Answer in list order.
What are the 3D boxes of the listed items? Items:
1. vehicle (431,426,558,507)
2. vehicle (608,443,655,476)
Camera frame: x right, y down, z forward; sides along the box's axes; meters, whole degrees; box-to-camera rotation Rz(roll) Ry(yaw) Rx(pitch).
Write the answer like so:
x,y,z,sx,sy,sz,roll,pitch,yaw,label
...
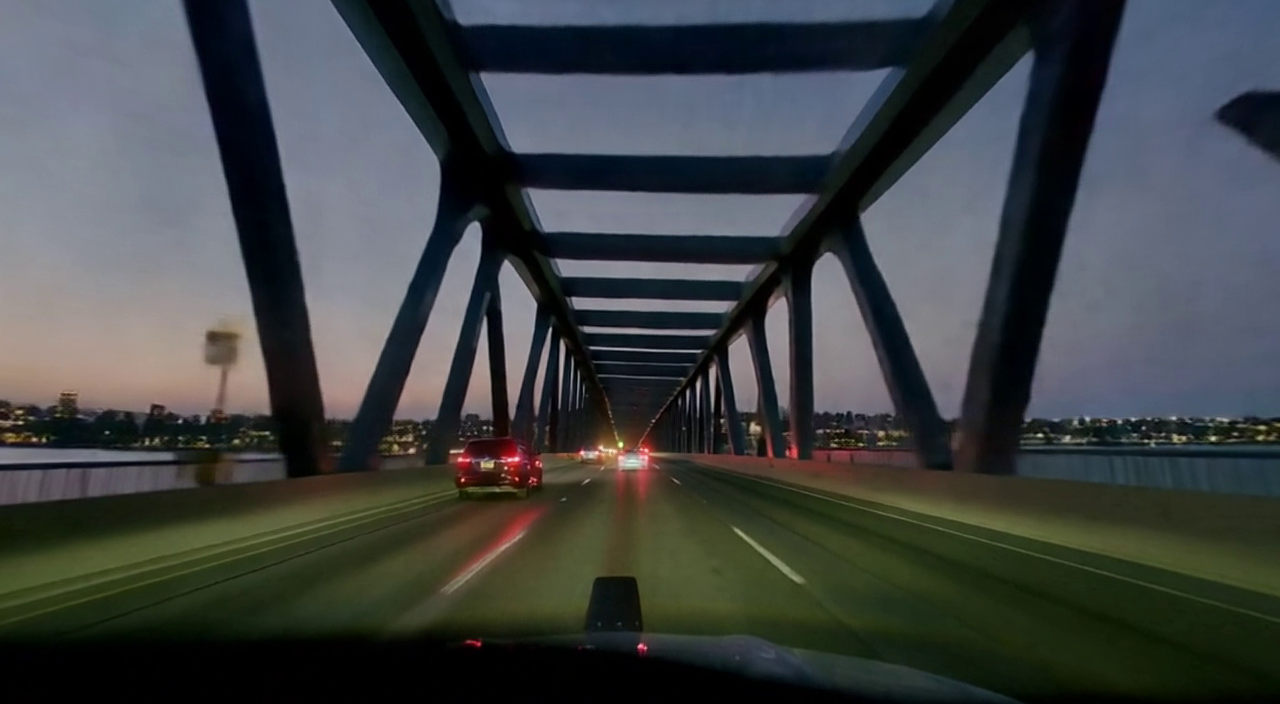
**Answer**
x,y,z,sx,sy,sz,roll,pitch,yaw,label
-3.636,2.981,16.860,2.190,1.807,4.741,-1,-9,1,vehicle
-0.400,5.064,29.973,2.048,1.450,3.973,0,-9,-1,vehicle
